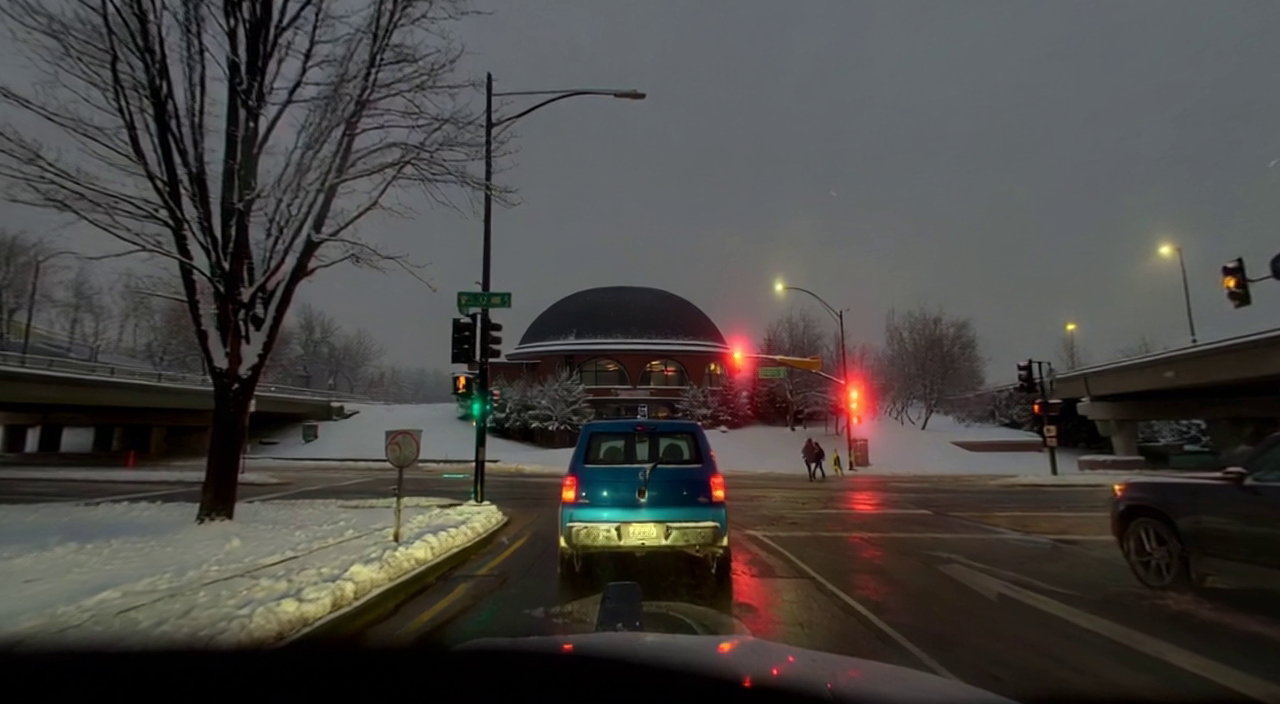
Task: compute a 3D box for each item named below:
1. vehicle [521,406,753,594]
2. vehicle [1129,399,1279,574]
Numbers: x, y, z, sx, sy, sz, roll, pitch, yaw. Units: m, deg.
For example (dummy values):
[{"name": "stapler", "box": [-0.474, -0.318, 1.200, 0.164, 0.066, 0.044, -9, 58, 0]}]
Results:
[{"name": "vehicle", "box": [-0.004, 1.556, 7.345, 1.976, 1.584, 3.772, 0, -9, 1]}, {"name": "vehicle", "box": [7.617, 1.333, 6.097, 2.055, 1.776, 4.646, 0, -9, 1]}]
